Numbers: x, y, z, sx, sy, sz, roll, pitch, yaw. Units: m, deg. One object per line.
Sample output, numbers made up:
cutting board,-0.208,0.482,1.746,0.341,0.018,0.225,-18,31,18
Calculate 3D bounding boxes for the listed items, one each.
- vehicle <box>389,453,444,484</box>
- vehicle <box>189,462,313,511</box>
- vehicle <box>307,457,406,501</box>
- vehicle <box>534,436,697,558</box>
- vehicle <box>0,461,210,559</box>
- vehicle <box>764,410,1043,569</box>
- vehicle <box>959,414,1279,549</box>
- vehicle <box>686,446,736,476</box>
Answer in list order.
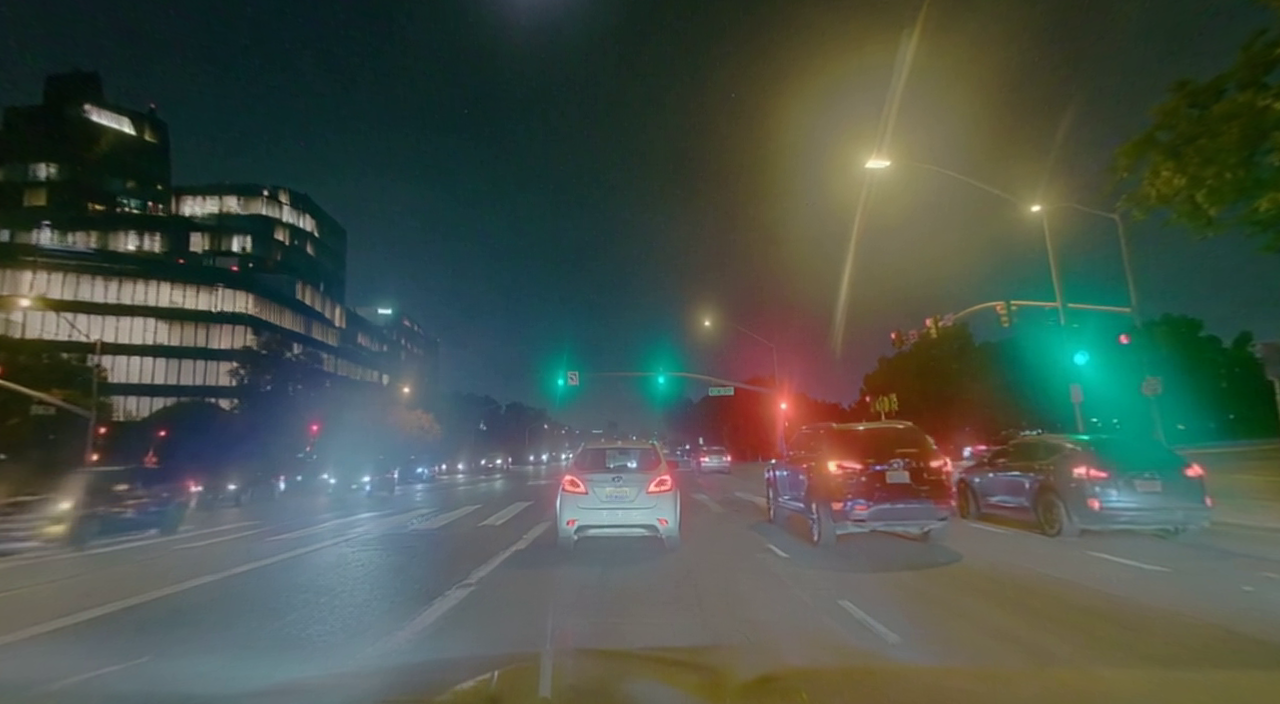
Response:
vehicle,-14.715,7.670,41.862,1.908,1.797,4.620,0,-8,1
vehicle,-14.815,5.101,24.385,1.907,1.592,4.373,0,-8,1
vehicle,-11.550,5.172,26.127,1.992,1.562,4.361,0,-8,1
vehicle,-0.313,2.119,9.960,2.034,1.500,3.966,0,-8,0
vehicle,-11.818,3.244,13.663,1.903,1.627,4.308,0,-8,1
vehicle,3.443,1.890,9.494,2.107,1.773,4.557,0,-8,-2
vehicle,7.452,2.038,10.575,2.039,1.760,4.319,0,-8,2
vehicle,3.720,5.807,34.012,2.123,1.455,4.318,0,-8,-1
